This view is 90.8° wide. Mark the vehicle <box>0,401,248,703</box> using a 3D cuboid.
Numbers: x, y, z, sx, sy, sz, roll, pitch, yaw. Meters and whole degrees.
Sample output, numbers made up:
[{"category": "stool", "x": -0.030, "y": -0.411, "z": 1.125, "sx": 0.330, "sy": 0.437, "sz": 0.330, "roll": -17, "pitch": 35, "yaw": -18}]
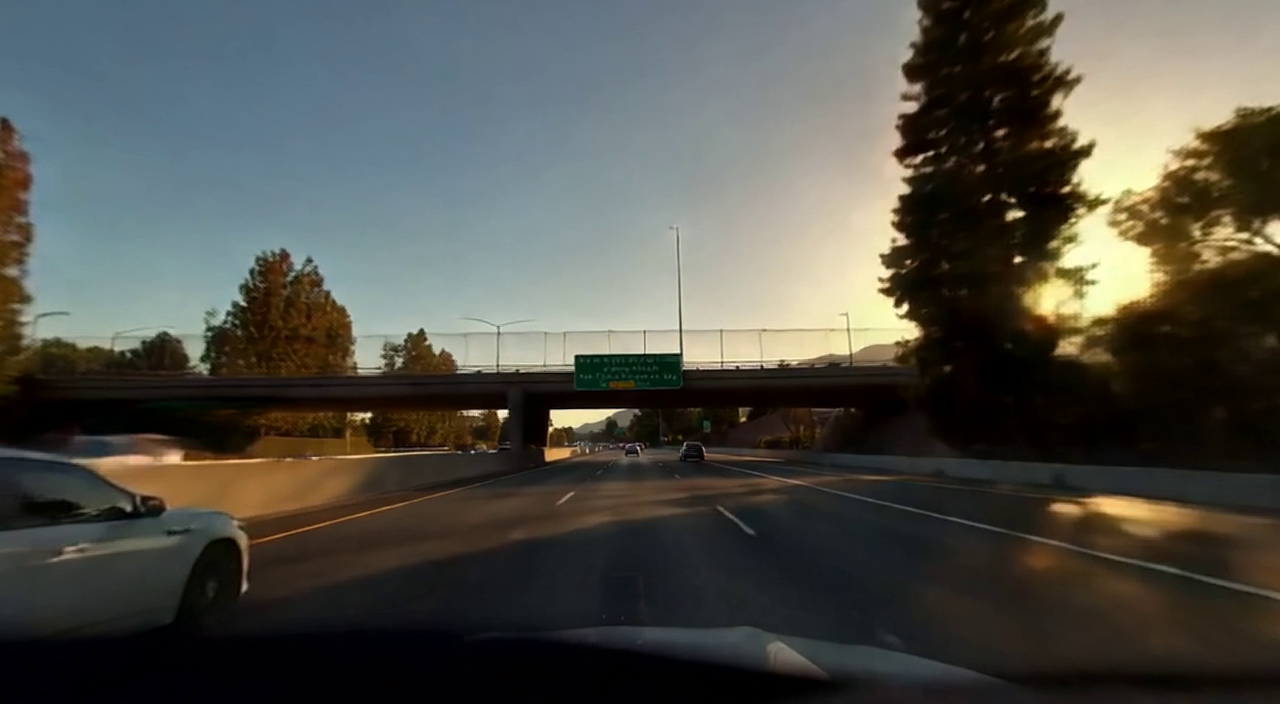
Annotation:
[{"category": "vehicle", "x": -3.791, "y": 0.921, "z": 2.246, "sx": 2.050, "sy": 1.547, "sz": 4.266, "roll": 0, "pitch": -9, "yaw": 0}]
